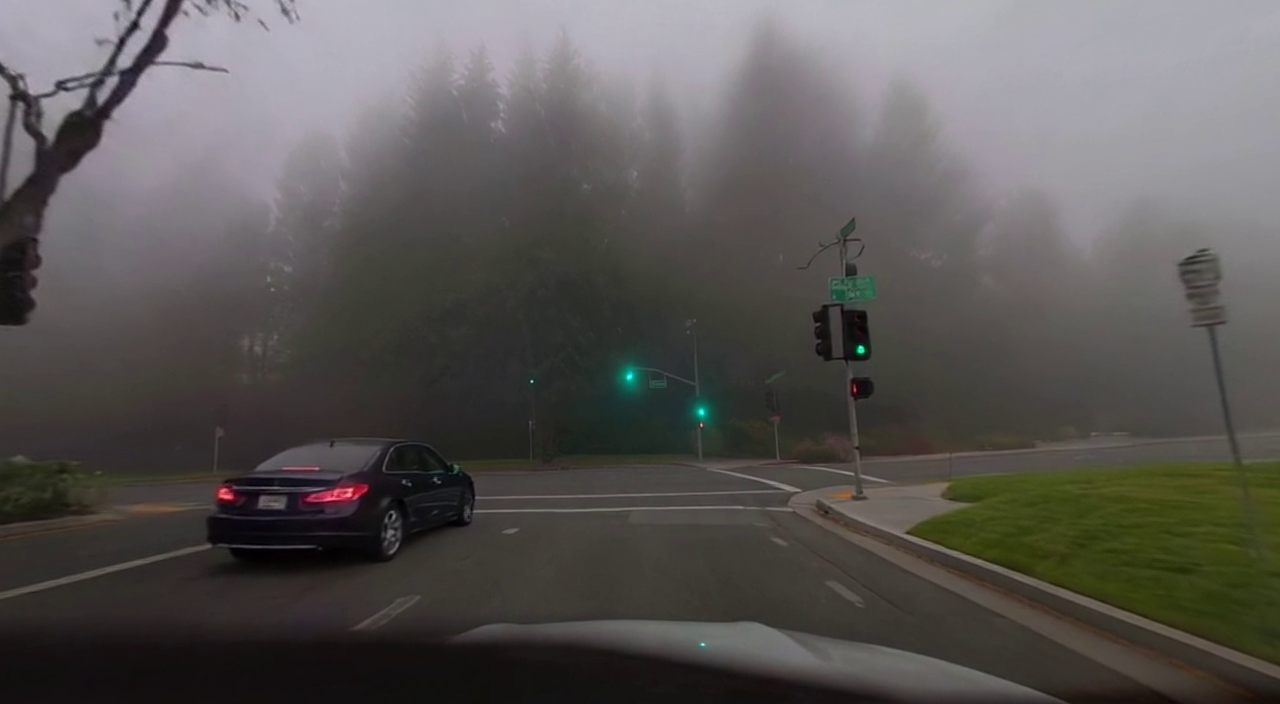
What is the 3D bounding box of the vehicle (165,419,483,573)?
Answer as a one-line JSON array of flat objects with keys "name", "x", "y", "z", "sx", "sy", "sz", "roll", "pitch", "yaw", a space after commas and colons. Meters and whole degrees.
[{"name": "vehicle", "x": -3.700, "y": 1.770, "z": 8.572, "sx": 1.980, "sy": 1.508, "sz": 4.502, "roll": 0, "pitch": -9, "yaw": 0}]
